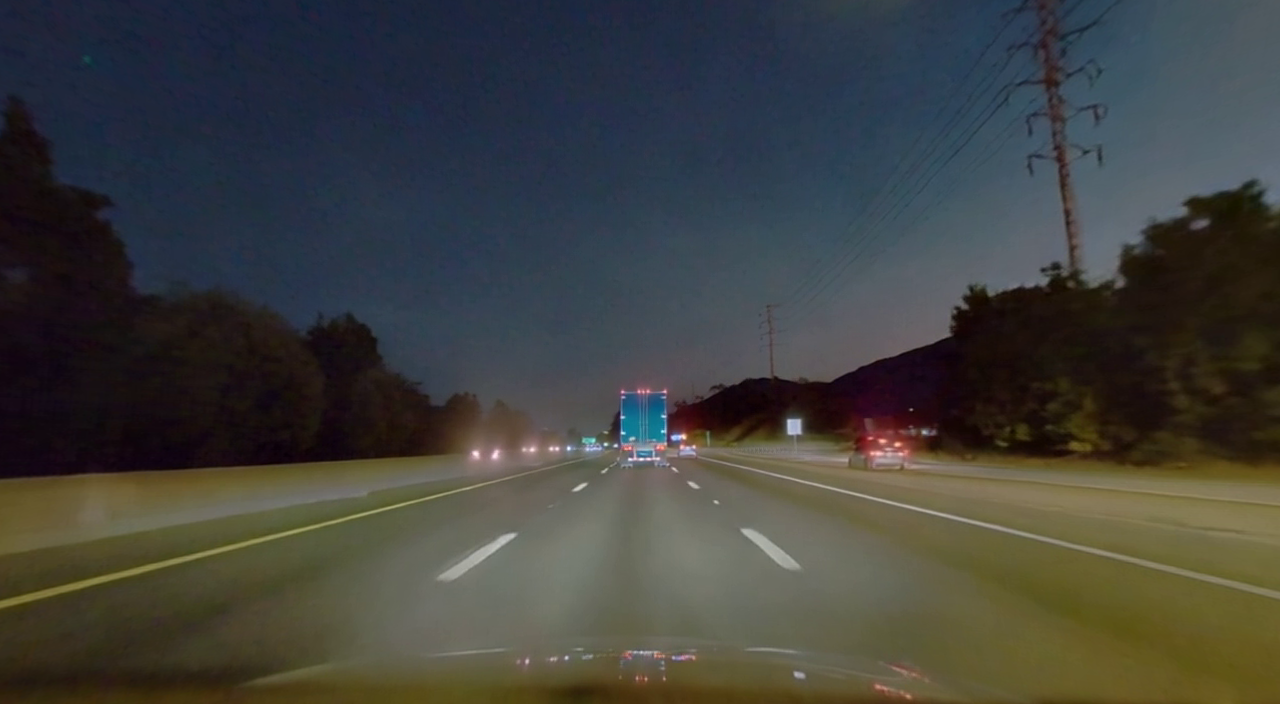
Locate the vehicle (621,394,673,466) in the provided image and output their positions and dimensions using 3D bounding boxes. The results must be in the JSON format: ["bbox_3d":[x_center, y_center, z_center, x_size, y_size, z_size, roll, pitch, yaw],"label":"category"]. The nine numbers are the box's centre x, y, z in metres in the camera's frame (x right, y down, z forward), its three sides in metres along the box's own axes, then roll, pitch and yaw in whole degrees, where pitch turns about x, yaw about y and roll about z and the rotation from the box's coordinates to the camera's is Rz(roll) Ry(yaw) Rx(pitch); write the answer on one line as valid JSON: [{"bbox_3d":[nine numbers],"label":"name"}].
[{"bbox_3d":[0.332,5.285,41.790,2.919,4.101,11.541,0,-8,-1],"label":"vehicle"}]
